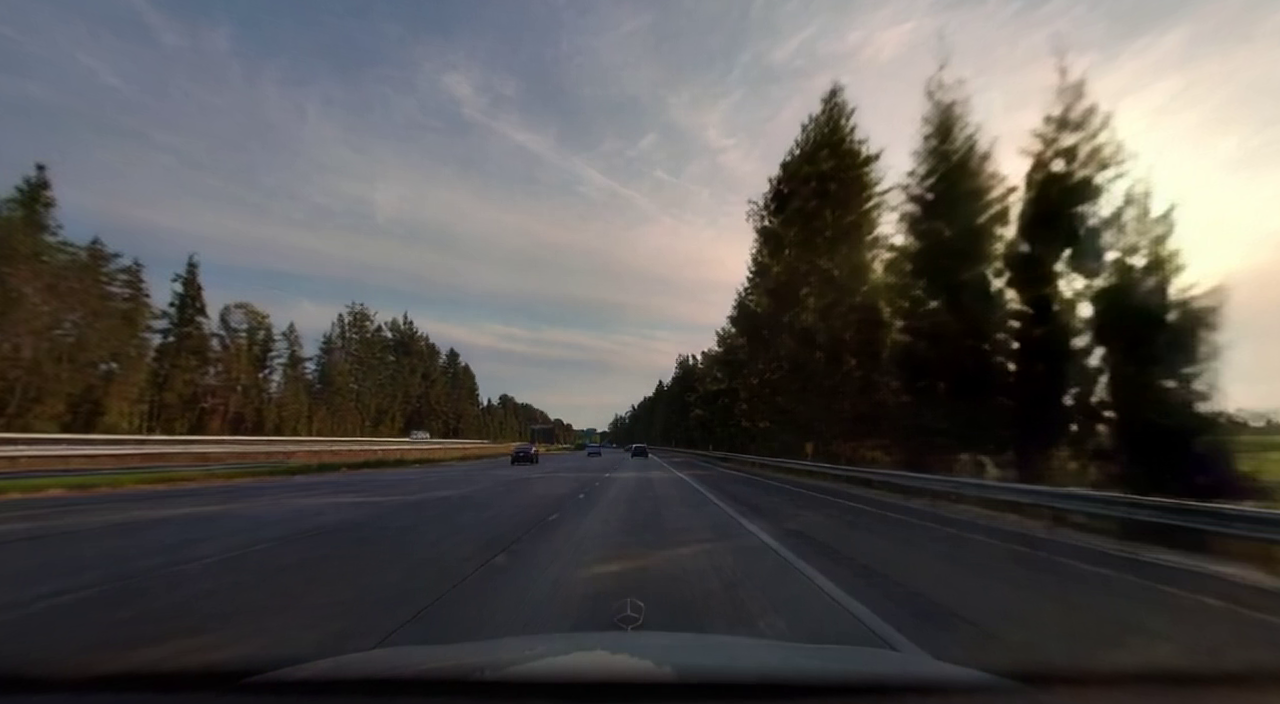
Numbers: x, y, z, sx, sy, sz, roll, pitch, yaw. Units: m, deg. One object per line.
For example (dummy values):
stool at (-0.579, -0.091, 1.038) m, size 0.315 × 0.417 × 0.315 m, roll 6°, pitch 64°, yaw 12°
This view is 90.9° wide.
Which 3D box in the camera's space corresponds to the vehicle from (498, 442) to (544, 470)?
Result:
vehicle at (-7.171, 6.265, 38.328) m, size 1.972 × 1.603 × 3.891 m, roll 0°, pitch -8°, yaw 0°
